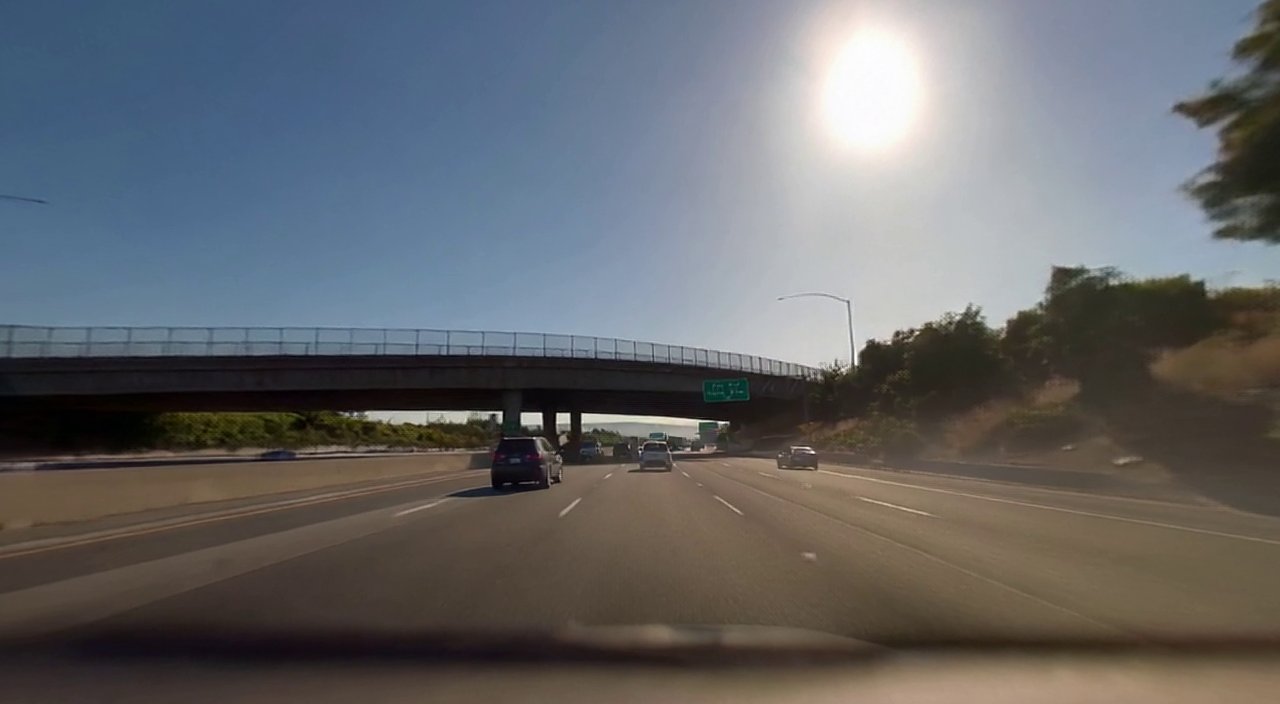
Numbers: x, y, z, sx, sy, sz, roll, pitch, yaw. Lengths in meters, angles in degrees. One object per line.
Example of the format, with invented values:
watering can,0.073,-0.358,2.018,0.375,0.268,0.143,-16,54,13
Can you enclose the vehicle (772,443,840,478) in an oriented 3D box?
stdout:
vehicle,7.506,4.928,28.913,1.936,1.480,4.373,0,-9,0

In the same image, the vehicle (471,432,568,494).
vehicle,-3.709,3.503,20.246,2.142,1.759,4.297,0,-9,2

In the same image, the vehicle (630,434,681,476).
vehicle,0.769,5.025,30.874,2.270,1.862,4.949,0,-9,1

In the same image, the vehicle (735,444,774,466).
vehicle,8.238,7.460,45.716,2.005,1.456,4.287,0,-9,0
